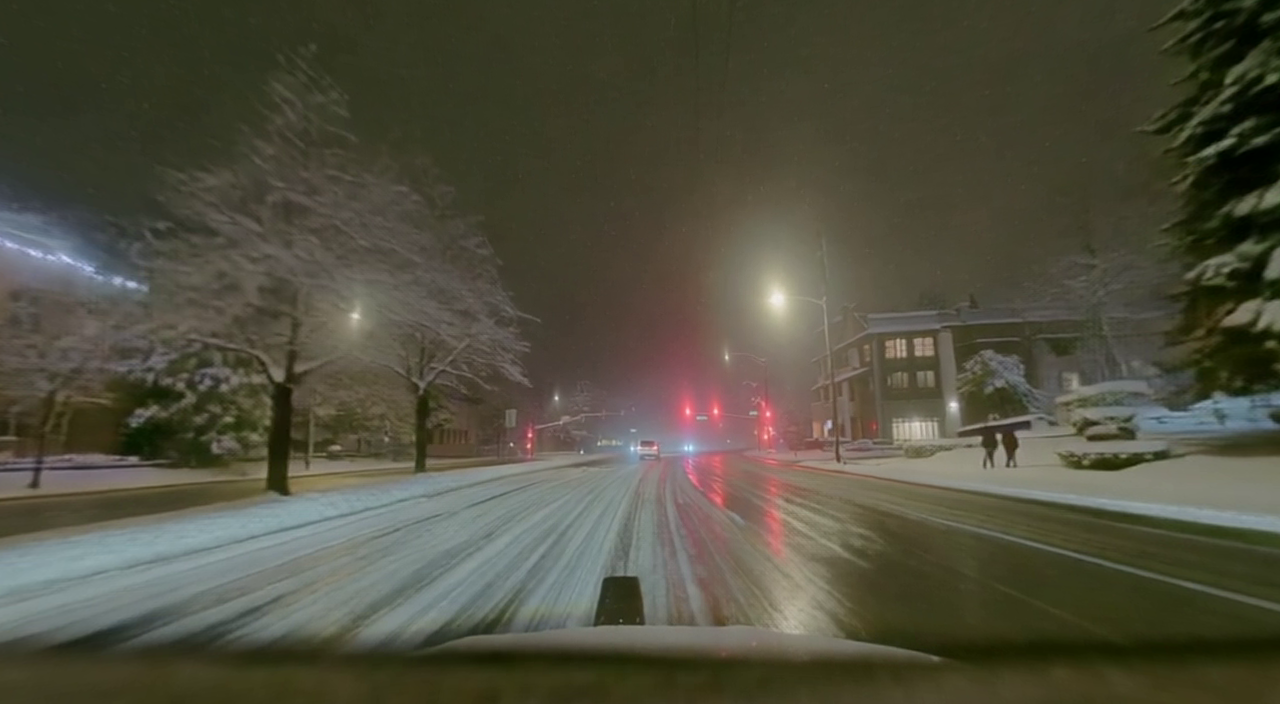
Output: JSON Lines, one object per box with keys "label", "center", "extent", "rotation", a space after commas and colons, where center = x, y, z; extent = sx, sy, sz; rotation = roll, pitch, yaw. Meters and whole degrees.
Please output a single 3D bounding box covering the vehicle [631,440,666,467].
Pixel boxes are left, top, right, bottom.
{"label": "vehicle", "center": [0.563, 6.312, 39.359], "extent": [2.037, 1.568, 3.693], "rotation": [0, -9, 3]}
